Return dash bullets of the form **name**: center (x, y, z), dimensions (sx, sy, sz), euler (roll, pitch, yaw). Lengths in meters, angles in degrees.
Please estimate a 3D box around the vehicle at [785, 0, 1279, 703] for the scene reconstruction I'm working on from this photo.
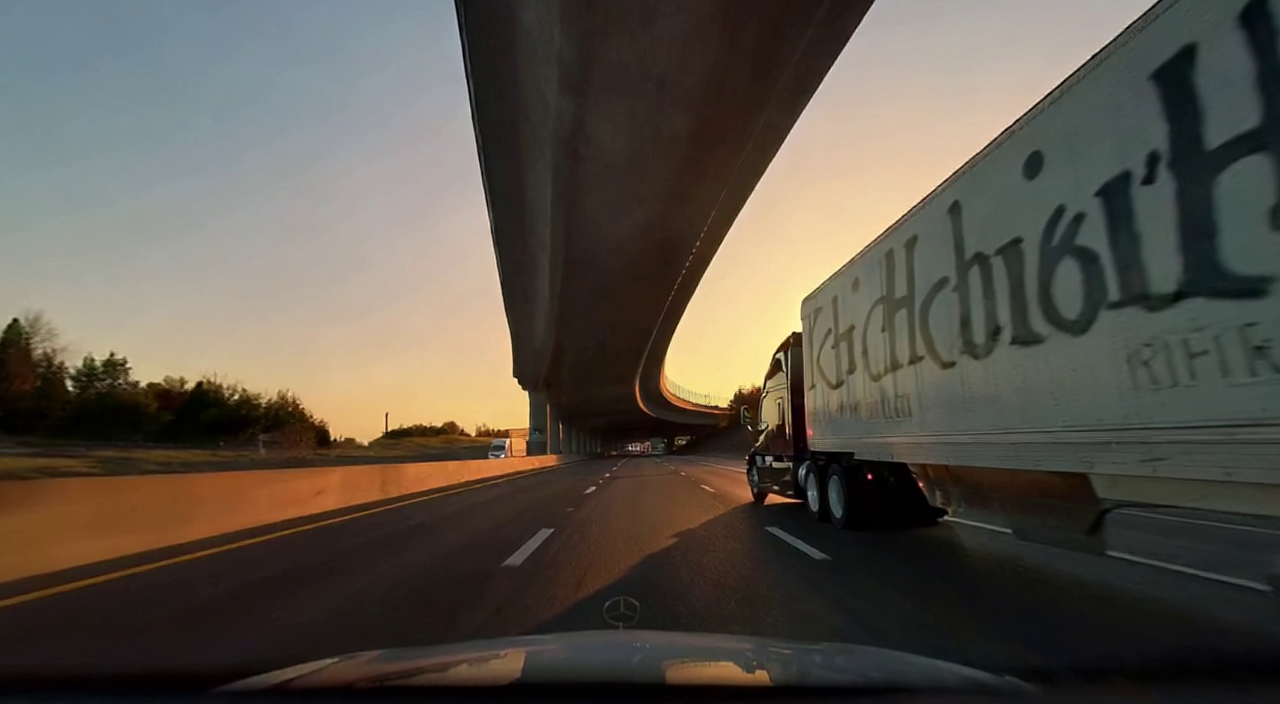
- **vehicle**: center (4.499, -0.131, 5.180), dimensions (2.993, 4.433, 13.992), euler (0, -9, -1)
